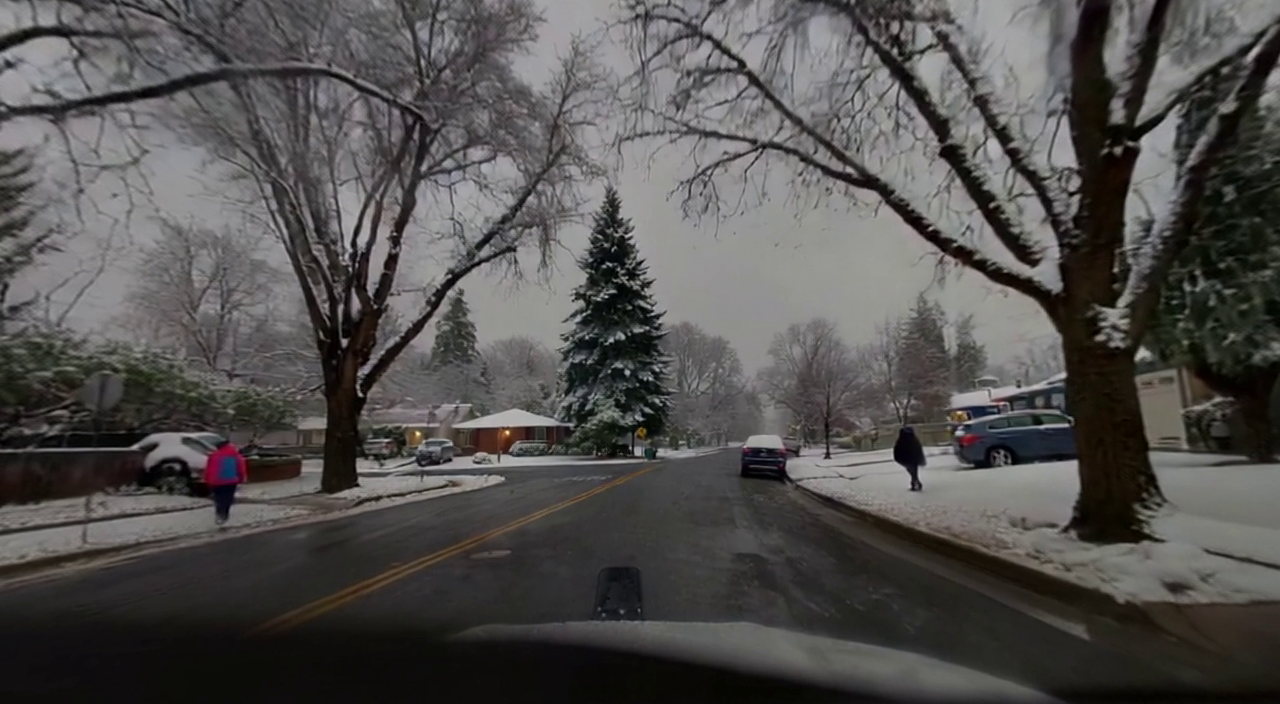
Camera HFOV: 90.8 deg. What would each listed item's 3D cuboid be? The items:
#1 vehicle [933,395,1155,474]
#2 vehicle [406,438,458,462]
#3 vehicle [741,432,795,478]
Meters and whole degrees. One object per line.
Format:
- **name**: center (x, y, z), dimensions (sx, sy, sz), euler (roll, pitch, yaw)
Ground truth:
- **vehicle**: center (11.419, 2.390, 18.204), dimensions (4.780, 1.765, 2.103), euler (-5, -8, 3)
- **vehicle**: center (-16.168, 7.613, 49.406), dimensions (2.021, 1.798, 4.491), euler (-1, -8, 8)
- **vehicle**: center (5.509, 4.318, 26.883), dimensions (2.053, 1.737, 4.375), euler (-2, -8, 13)
